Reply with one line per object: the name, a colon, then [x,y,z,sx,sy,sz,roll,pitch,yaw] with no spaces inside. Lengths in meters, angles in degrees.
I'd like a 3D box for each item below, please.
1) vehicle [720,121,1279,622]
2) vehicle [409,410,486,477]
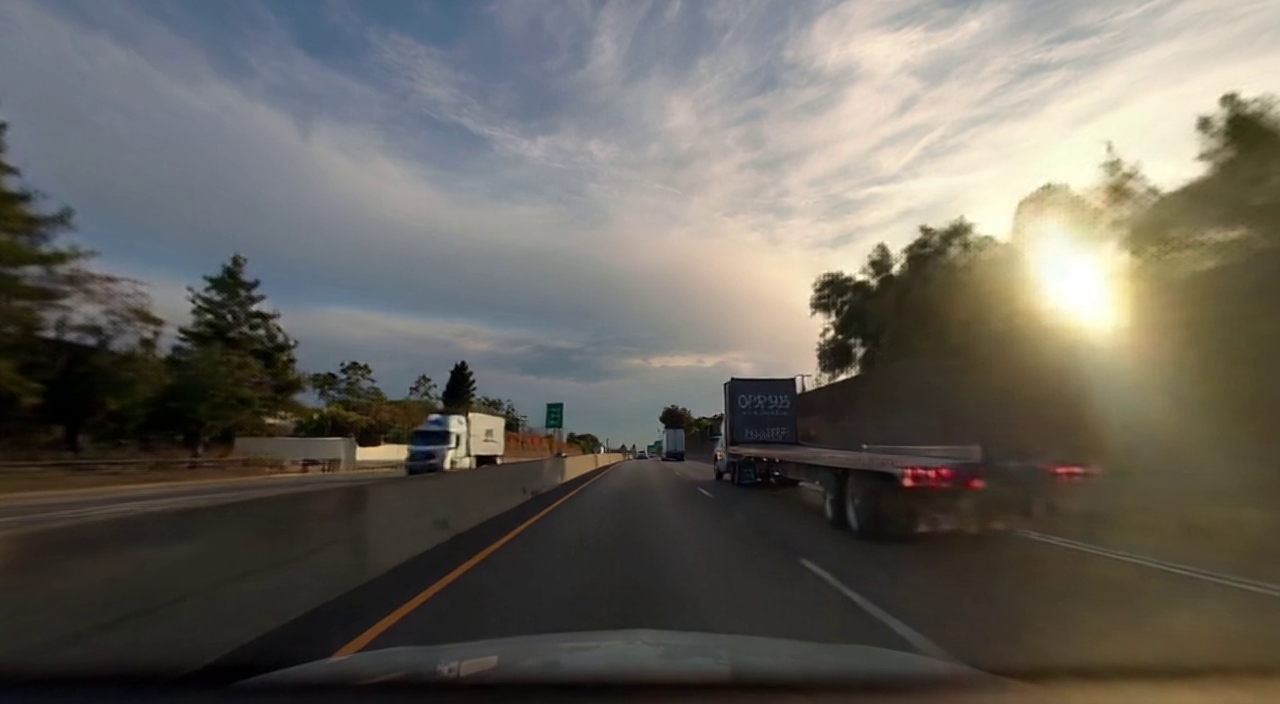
vehicle: [4.025,1.133,12.021,2.926,4.060,14.068,0,-9,-1]
vehicle: [-12.333,5.986,40.968,3.006,3.972,5.785,0,-9,1]
